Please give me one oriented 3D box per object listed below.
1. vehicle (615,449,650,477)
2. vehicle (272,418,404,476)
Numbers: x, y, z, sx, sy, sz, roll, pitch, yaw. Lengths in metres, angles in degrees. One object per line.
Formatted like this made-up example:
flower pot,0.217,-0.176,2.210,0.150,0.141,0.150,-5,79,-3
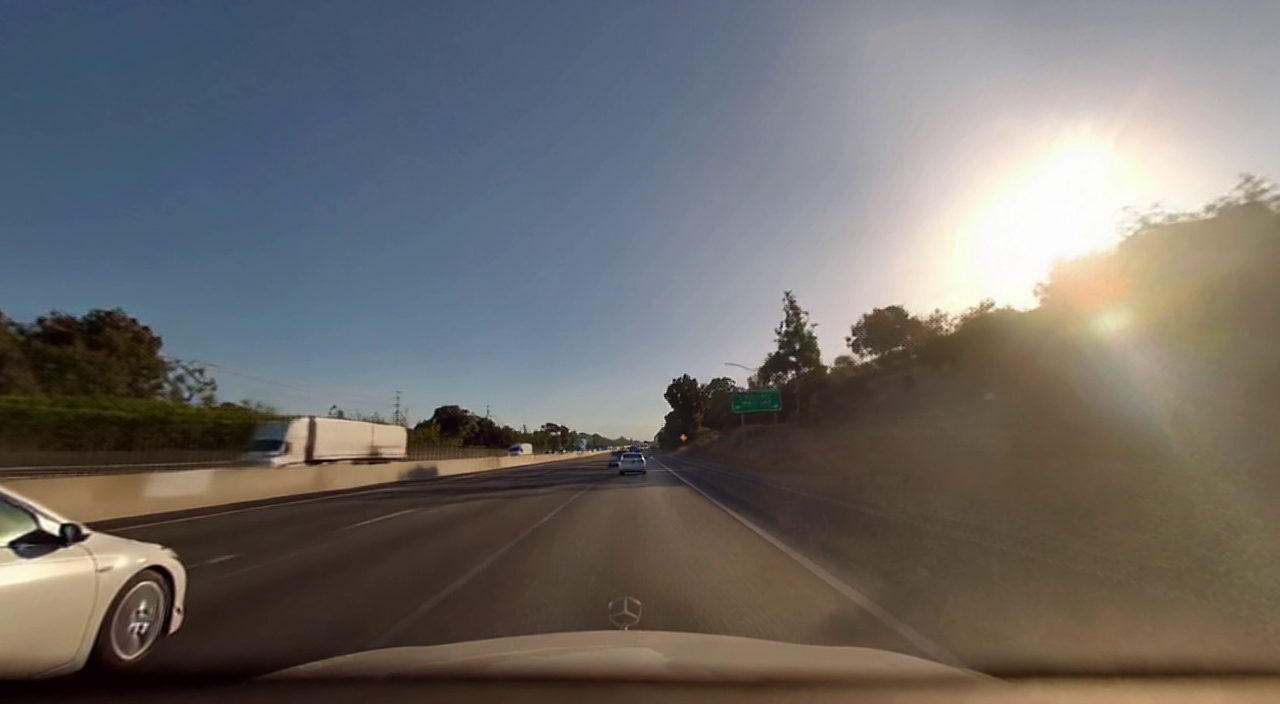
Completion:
vehicle,-0.375,6.385,36.581,1.908,1.515,3.871,0,-9,1
vehicle,-22.994,7.512,49.680,2.903,3.856,14.989,0,-9,1
